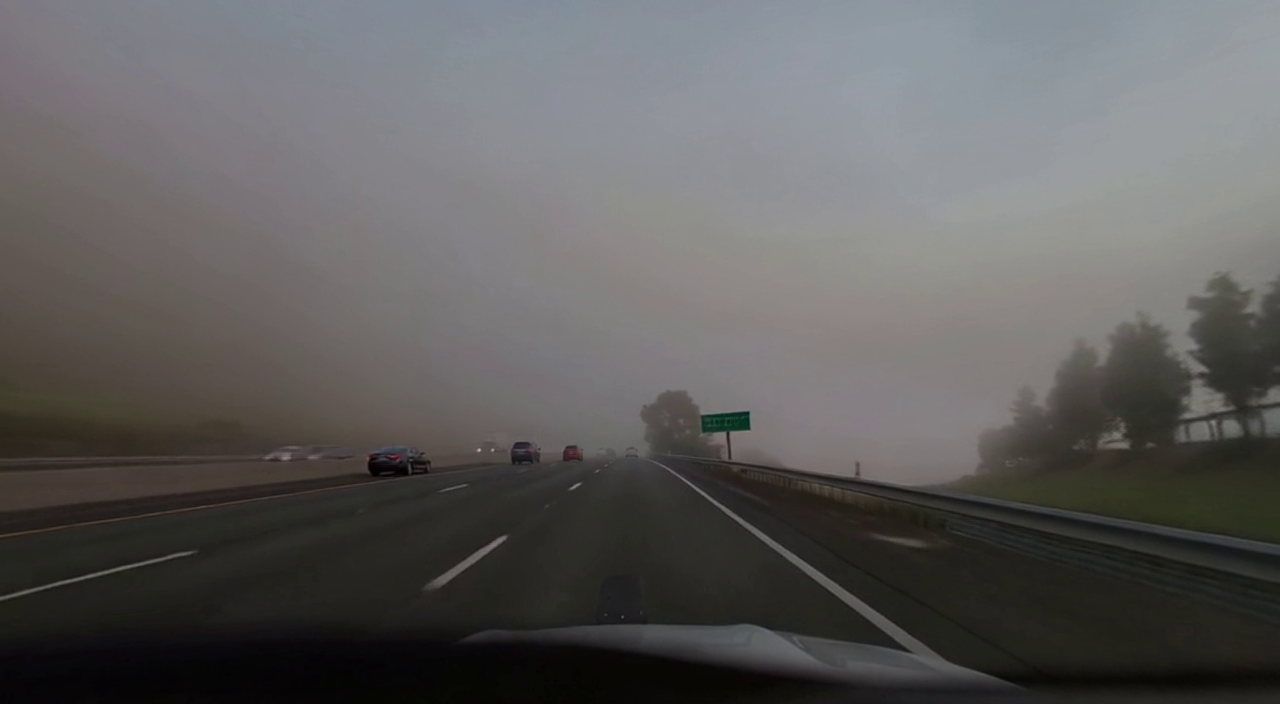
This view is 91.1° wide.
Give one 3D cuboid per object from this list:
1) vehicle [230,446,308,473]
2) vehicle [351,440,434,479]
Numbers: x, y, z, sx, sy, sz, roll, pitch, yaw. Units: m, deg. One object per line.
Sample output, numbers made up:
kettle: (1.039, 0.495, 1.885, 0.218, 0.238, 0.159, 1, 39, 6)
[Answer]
vehicle: (-22.059, 6.383, 37.548, 1.908, 1.464, 4.517, 0, -9, 0)
vehicle: (-11.305, 4.928, 29.059, 2.001, 1.625, 4.528, 0, -9, 0)
